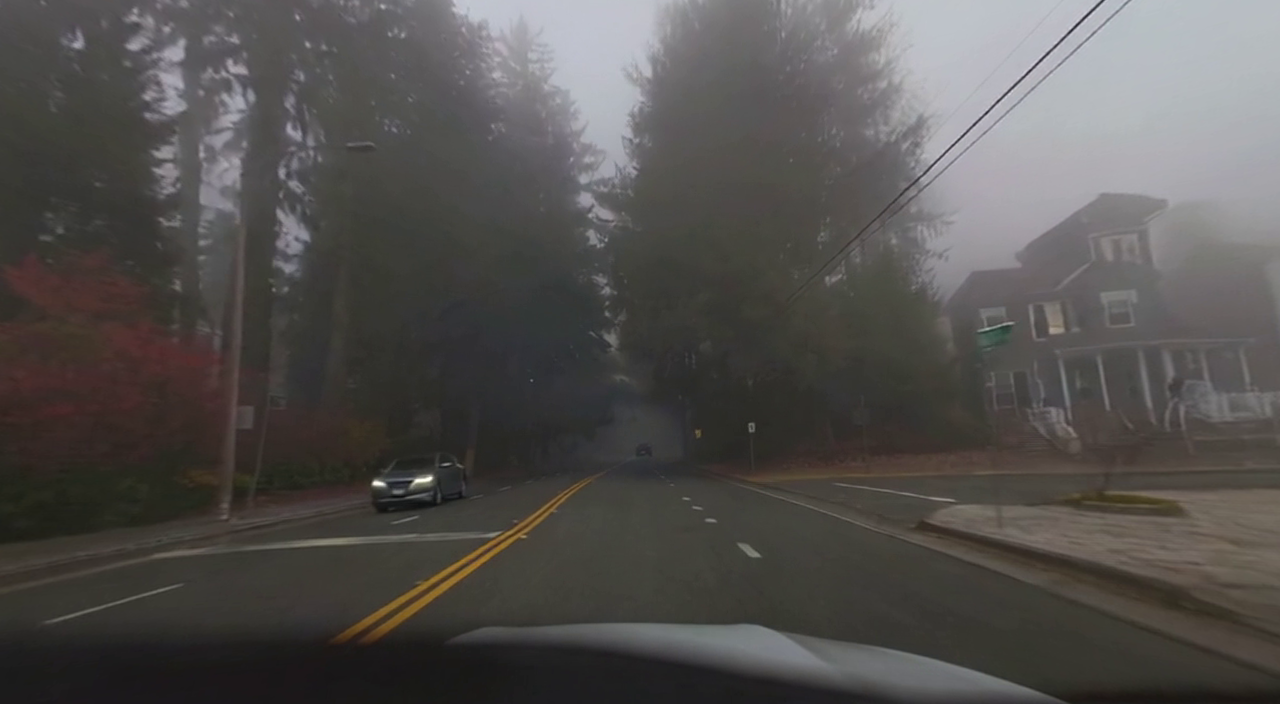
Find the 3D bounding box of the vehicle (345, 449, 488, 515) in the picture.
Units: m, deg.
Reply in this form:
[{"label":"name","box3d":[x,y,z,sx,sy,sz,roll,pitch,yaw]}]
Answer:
[{"label":"vehicle","box3d":[-5.747,3.375,16.998,2.243,1.476,4.729,0,-9,-2]}]
